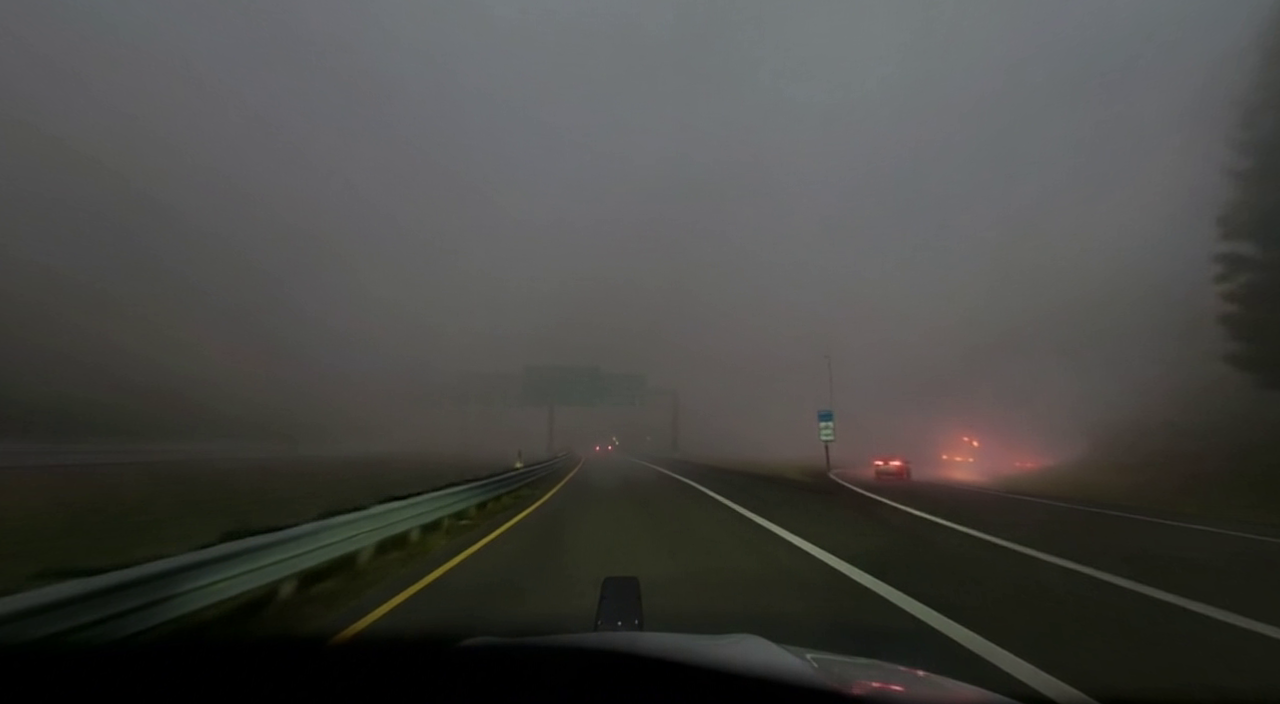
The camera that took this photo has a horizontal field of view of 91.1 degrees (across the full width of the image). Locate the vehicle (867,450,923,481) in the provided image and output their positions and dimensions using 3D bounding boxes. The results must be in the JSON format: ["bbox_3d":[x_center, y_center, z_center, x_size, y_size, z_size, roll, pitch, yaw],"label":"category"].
[{"bbox_3d":[12.852,5.694,31.857,2.129,1.444,3.649,-3,-9,15],"label":"vehicle"}]
